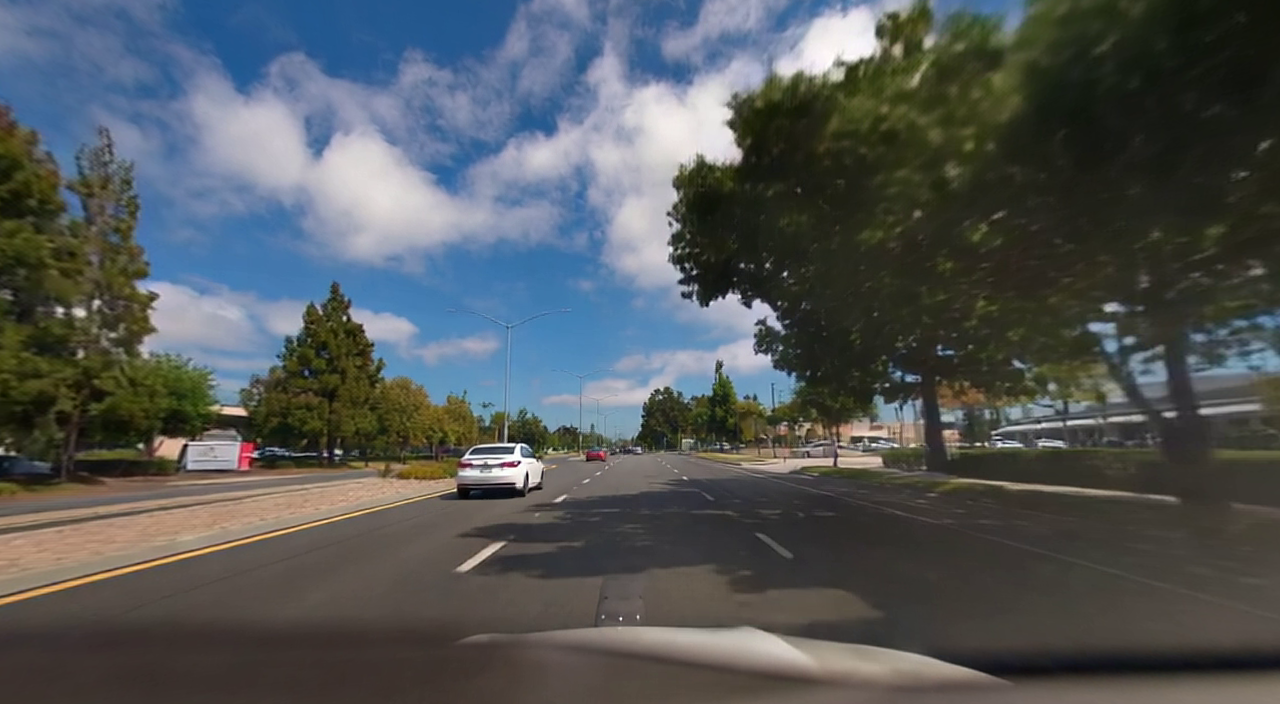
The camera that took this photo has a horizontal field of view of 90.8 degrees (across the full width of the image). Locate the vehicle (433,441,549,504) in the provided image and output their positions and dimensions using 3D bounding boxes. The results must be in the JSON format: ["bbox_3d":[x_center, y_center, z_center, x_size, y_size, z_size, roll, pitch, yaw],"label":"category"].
[{"bbox_3d":[-3.786,3.132,16.976,2.003,1.454,4.484,0,-8,0],"label":"vehicle"}]
